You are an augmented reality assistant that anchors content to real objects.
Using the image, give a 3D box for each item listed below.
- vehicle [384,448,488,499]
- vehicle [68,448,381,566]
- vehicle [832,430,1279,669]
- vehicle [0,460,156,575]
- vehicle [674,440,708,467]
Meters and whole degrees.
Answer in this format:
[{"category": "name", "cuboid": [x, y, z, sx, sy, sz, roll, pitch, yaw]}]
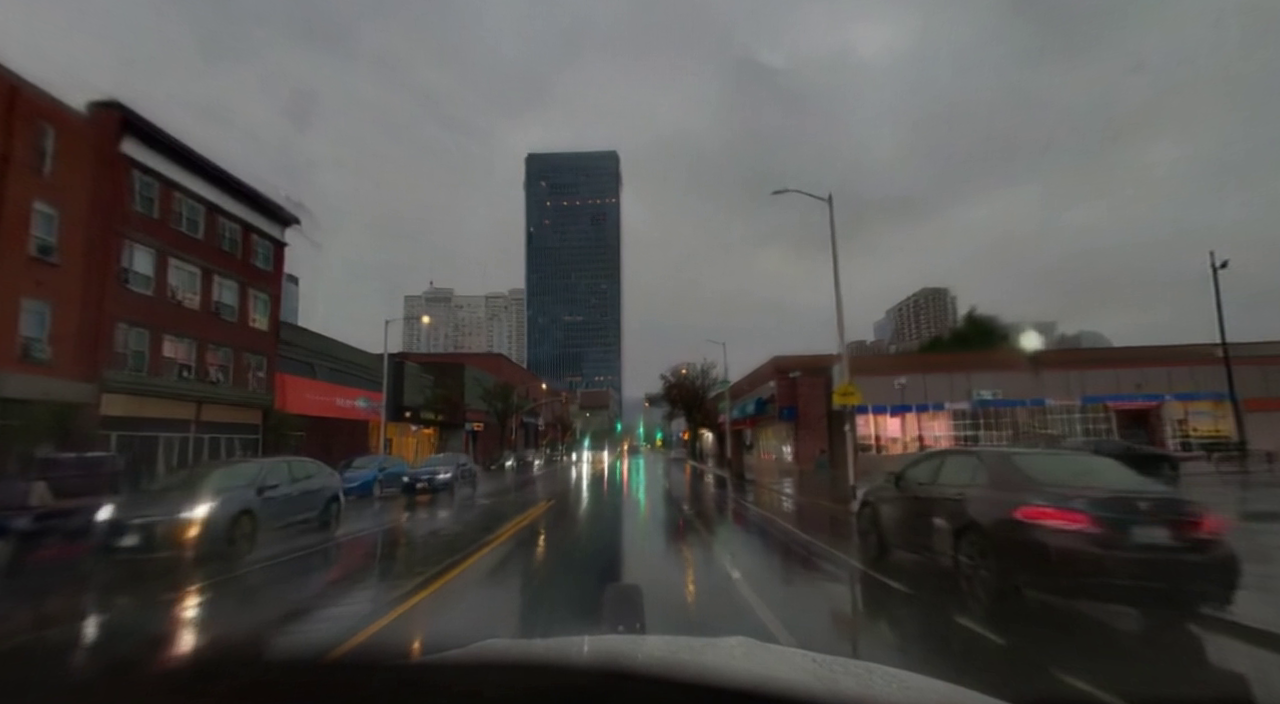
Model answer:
[{"category": "vehicle", "cuboid": [-6.641, 3.978, 21.169, 1.962, 1.475, 4.580, 0, -8, 0]}, {"category": "vehicle", "cuboid": [-6.384, 2.378, 10.634, 1.993, 1.484, 4.812, 0, -8, 0]}, {"category": "vehicle", "cuboid": [3.709, 1.596, 6.425, 1.937, 1.481, 4.760, 0, -8, -1]}, {"category": "vehicle", "cuboid": [-11.118, 2.937, 11.426, 1.812, 1.538, 3.761, -3, -5, 0]}, {"category": "vehicle", "cuboid": [3.563, 7.176, 44.814, 2.118, 1.779, 5.121, -1, -8, 2]}]
